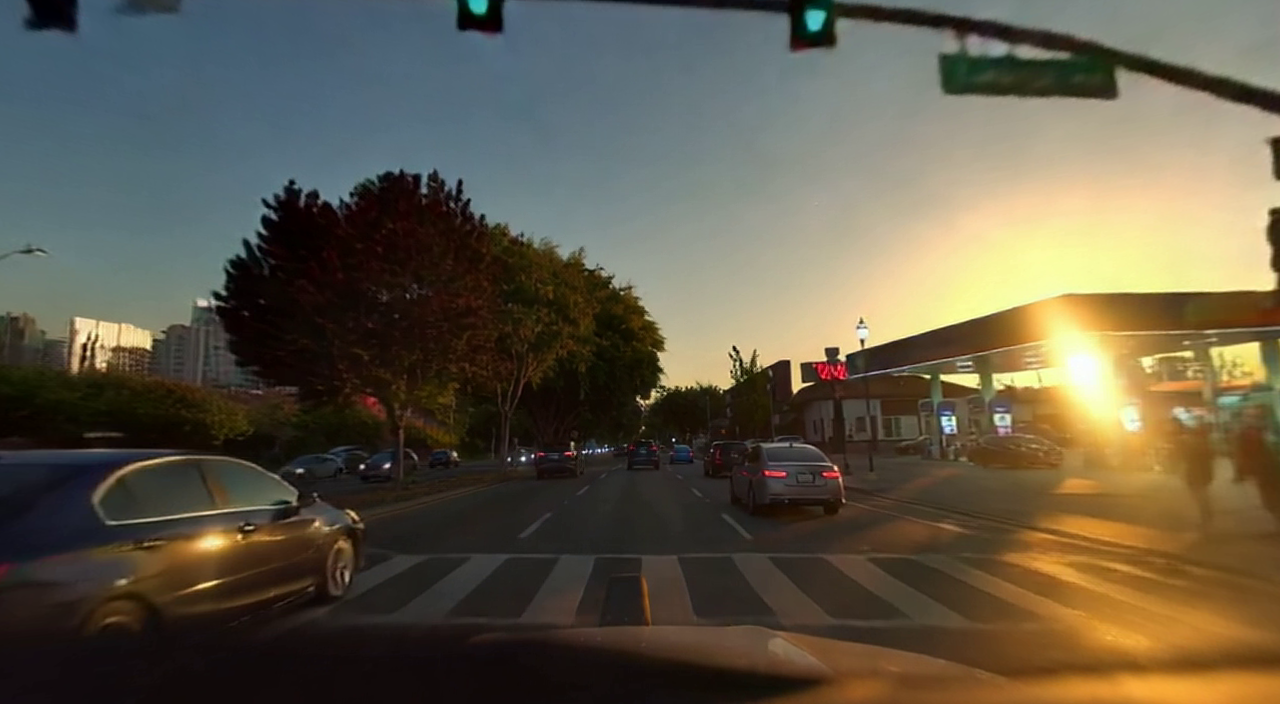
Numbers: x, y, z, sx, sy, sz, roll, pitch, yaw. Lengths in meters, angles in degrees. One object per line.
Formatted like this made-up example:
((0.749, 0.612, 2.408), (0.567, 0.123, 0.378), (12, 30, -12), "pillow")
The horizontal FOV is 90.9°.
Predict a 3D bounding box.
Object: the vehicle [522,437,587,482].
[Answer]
((-3.313, 4.278, 25.274), (1.988, 1.645, 3.995), (0, -9, 1), "vehicle")

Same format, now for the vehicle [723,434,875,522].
((3.053, 2.526, 13.211), (1.919, 1.502, 4.572), (0, -9, -1), "vehicle")

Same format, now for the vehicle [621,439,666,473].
((0.169, 5.384, 32.834), (2.192, 1.674, 4.124), (0, -9, 0), "vehicle")

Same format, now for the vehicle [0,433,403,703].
((-3.281, 1.186, 3.677), (2.013, 1.354, 4.393), (0, -9, 1), "vehicle")

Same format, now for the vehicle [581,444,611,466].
((-3.175, 7.520, 46.128), (1.901, 1.483, 4.372), (0, -9, 0), "vehicle")

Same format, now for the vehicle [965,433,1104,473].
((16.920, 4.364, 27.420), (1.860, 1.587, 4.949), (3, -9, -19), "vehicle")
